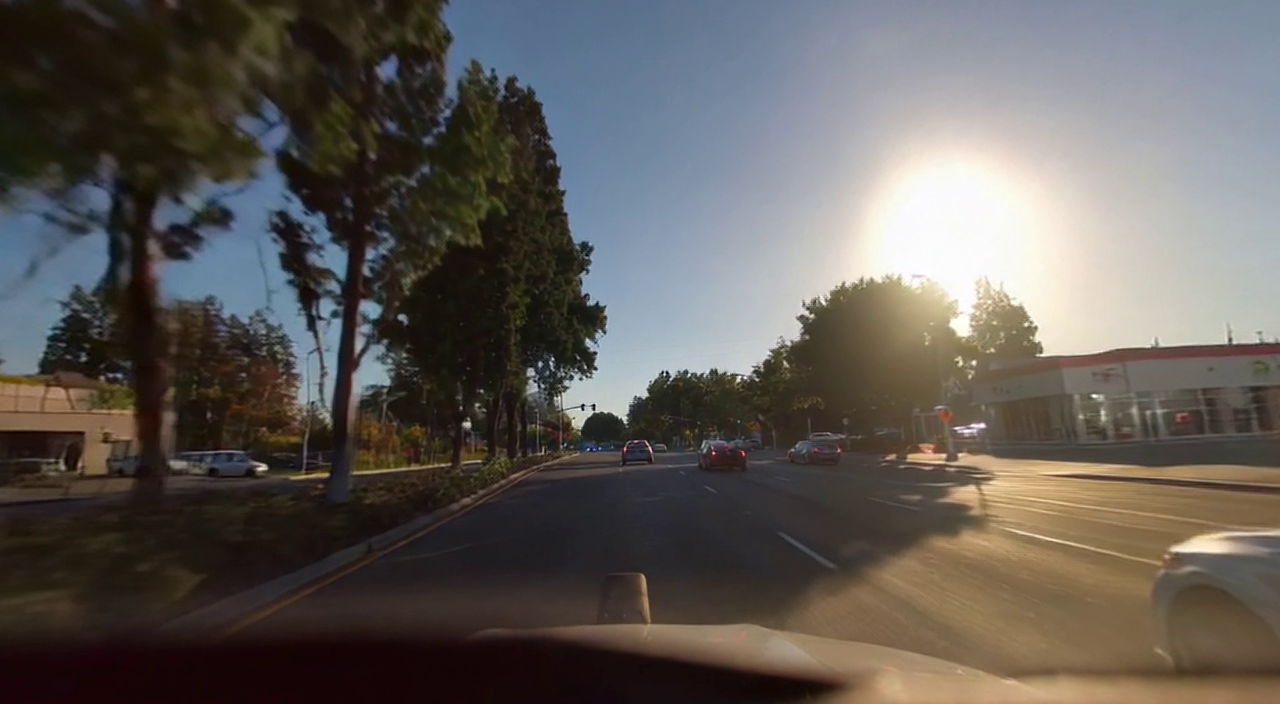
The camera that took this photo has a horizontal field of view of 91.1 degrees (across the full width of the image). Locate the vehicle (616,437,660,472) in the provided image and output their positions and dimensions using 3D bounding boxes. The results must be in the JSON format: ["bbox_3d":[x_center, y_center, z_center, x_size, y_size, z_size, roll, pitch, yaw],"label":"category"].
[{"bbox_3d":[-0.137,5.417,33.263,2.172,1.694,4.055,0,-9,-1],"label":"vehicle"}]

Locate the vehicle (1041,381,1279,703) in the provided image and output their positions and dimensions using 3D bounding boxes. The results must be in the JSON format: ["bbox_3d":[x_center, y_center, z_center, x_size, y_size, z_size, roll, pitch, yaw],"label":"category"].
[{"bbox_3d":[3.546,0.717,1.447,2.119,1.509,4.756,-1,-9,0],"label":"vehicle"}]

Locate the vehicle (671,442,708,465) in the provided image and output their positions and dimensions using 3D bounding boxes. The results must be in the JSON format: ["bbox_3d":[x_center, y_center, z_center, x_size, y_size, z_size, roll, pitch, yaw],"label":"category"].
[{"bbox_3d":[3.388,7.096,43.941,2.114,1.473,4.495,0,-9,-1],"label":"vehicle"}]

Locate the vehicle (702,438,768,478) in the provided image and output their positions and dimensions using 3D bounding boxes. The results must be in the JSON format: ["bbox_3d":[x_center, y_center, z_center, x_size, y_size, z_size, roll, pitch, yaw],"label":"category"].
[{"bbox_3d":[3.879,4.438,26.458,1.980,1.515,4.362,0,-9,-1],"label":"vehicle"}]

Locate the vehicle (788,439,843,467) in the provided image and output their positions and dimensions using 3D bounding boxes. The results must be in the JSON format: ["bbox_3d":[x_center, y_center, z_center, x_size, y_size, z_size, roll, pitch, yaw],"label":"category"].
[{"bbox_3d":[10.087,5.856,36.412,1.906,1.488,4.251,0,-9,-1],"label":"vehicle"}]
